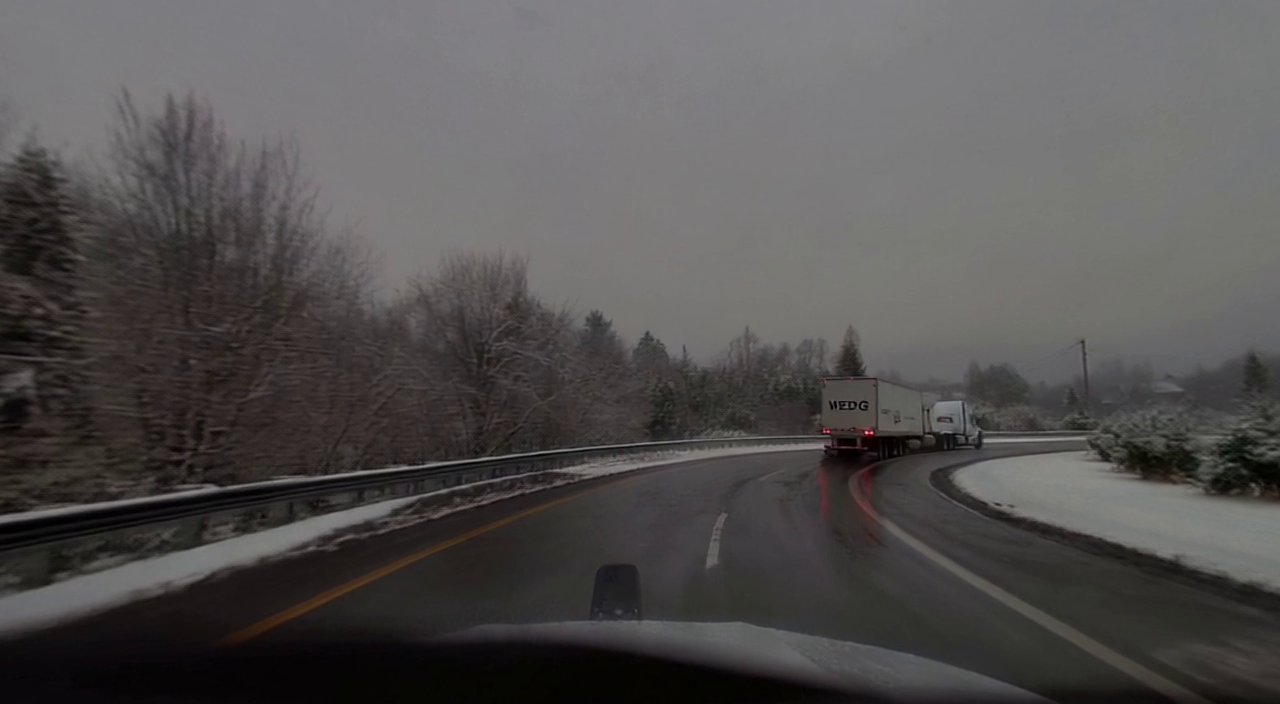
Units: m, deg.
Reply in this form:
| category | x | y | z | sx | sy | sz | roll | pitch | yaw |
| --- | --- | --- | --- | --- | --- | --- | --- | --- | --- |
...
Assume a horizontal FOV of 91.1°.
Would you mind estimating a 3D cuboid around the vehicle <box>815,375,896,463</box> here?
| category | x | y | z | sx | sy | sz | roll | pitch | yaw |
| --- | --- | --- | --- | --- | --- | --- | --- | --- | --- |
| vehicle | 10.018 | 3.142 | 29.085 | 2.963 | 3.771 | 3.137 | -4 | -9 | 27 |

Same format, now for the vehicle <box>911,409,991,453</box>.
| category | x | y | z | sx | sy | sz | roll | pitch | yaw |
| --- | --- | --- | --- | --- | --- | --- | --- | --- | --- |
| vehicle | 19.616 | 4.994 | 39.441 | 6.650 | 2.524 | 2.120 | 7 | -11 | -42 |
